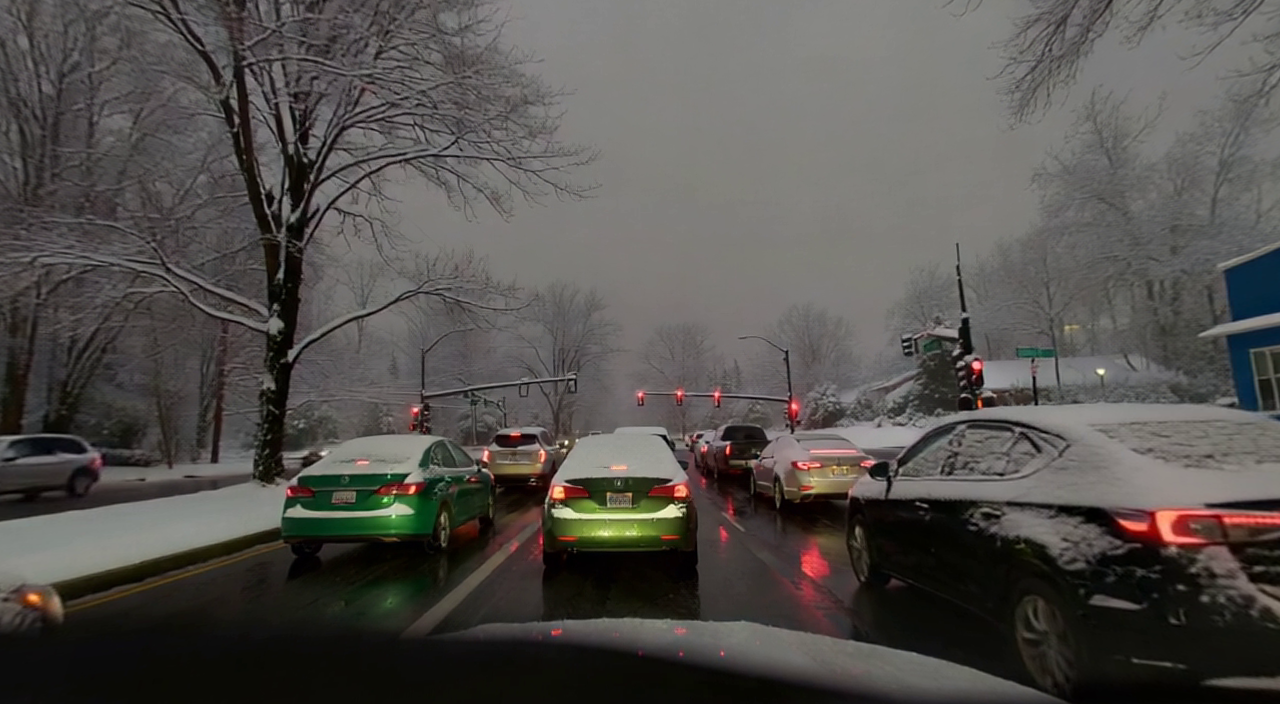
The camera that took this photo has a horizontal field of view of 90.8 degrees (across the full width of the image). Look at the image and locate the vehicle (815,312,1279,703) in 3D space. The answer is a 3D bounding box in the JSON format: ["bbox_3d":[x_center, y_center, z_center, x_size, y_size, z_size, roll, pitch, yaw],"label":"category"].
[{"bbox_3d":[3.000,1.057,4.246,2.196,1.676,4.865,0,-8,-1],"label":"vehicle"}]

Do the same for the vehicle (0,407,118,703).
[{"bbox_3d":[-3.364,0.670,0.544,1.863,1.448,4.697,0,-8,-1],"label":"vehicle"}]

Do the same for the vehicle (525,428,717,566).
[{"bbox_3d":[-0.206,1.836,8.720,2.041,1.450,3.847,0,-8,0],"label":"vehicle"}]

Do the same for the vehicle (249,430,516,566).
[{"bbox_3d":[-3.204,1.888,8.951,1.917,1.441,4.128,-1,-8,2],"label":"vehicle"}]
